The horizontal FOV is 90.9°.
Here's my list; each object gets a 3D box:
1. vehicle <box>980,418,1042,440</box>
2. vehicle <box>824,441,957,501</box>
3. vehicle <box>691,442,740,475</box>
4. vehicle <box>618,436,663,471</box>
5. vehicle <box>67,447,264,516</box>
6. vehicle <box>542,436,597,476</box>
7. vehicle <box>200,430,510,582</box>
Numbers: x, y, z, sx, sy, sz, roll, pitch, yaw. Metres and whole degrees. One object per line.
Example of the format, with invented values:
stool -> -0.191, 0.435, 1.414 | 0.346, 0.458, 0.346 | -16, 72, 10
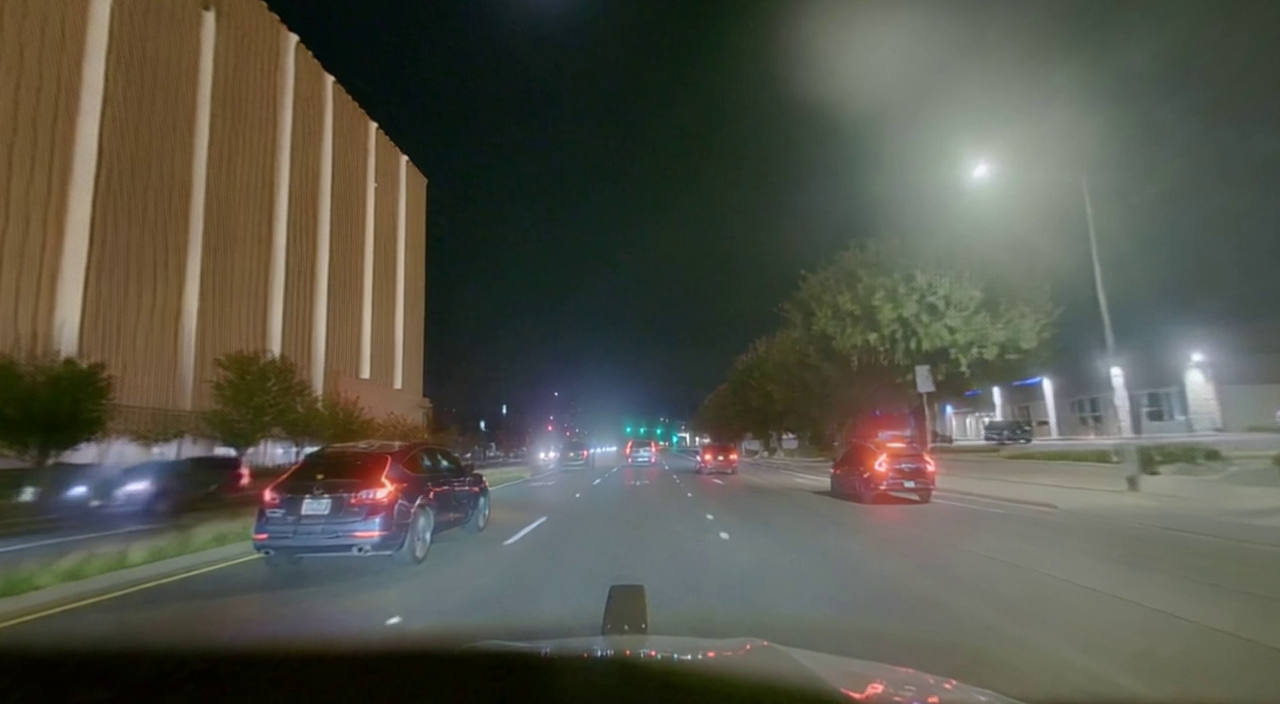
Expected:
vehicle -> 26.566, 5.560, 45.092 | 4.617, 1.459, 1.819 | 5, -10, -33
vehicle -> 6.915, 3.312, 18.033 | 1.865, 1.458, 4.605 | 0, -9, -1
vehicle -> 3.483, 5.006, 29.850 | 1.884, 1.458, 4.245 | -1, -9, 2
vehicle -> 0.005, 5.586, 34.771 | 2.304, 1.795, 4.526 | 0, -9, 0
vehicle -> -14.555, 3.948, 19.885 | 2.204, 1.855, 5.107 | 0, -9, 0
vehicle -> -3.393, 5.078, 31.100 | 2.117, 1.799, 4.442 | -1, -9, 1
vehicle -> -3.310, 1.877, 8.554 | 2.095, 1.486, 4.411 | 0, -9, 1
